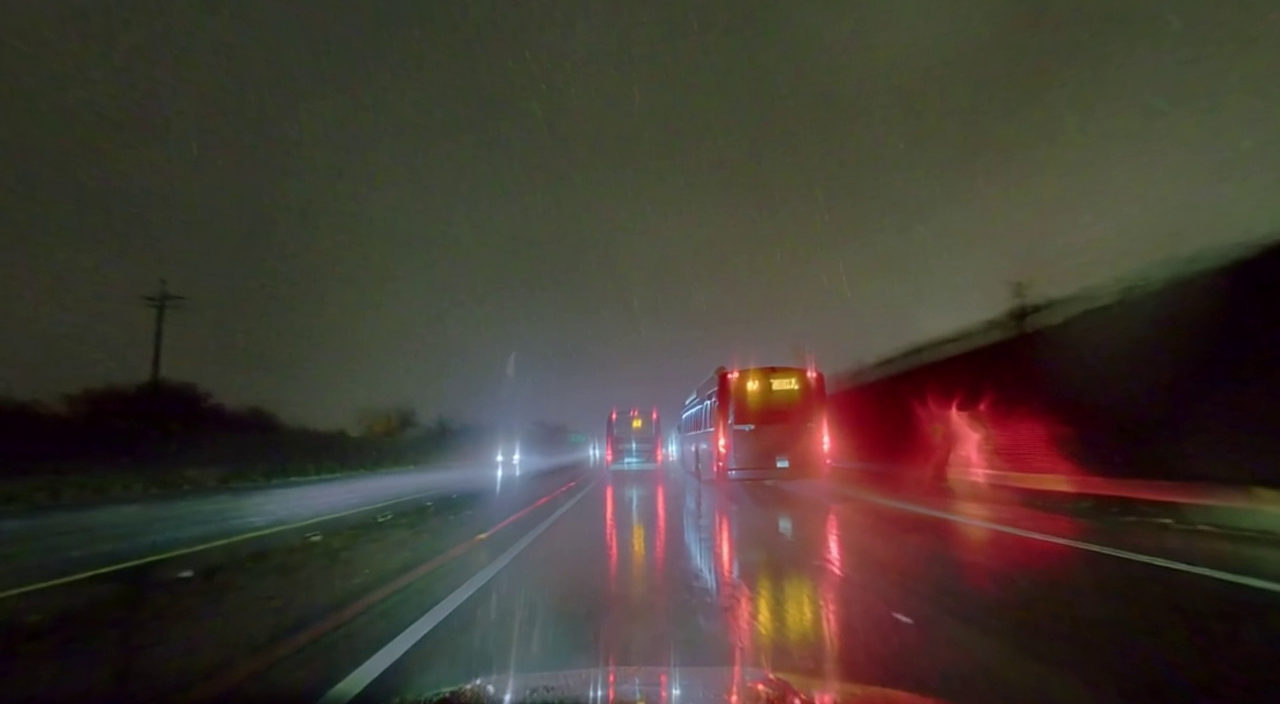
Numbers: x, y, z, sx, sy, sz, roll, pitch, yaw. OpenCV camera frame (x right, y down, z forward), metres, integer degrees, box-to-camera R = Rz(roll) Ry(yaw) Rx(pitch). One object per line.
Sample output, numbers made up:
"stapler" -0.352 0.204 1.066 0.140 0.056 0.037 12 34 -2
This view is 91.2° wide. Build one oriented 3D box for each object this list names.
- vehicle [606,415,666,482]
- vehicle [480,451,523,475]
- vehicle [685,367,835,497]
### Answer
"vehicle" -0.183 4.366 28.340 2.414 2.675 5.574 -1 -9 0
"vehicle" -9.178 7.376 41.833 1.967 1.518 4.110 -1 -9 0
"vehicle" 3.869 3.230 24.281 3.074 3.668 12.805 0 -9 -1
